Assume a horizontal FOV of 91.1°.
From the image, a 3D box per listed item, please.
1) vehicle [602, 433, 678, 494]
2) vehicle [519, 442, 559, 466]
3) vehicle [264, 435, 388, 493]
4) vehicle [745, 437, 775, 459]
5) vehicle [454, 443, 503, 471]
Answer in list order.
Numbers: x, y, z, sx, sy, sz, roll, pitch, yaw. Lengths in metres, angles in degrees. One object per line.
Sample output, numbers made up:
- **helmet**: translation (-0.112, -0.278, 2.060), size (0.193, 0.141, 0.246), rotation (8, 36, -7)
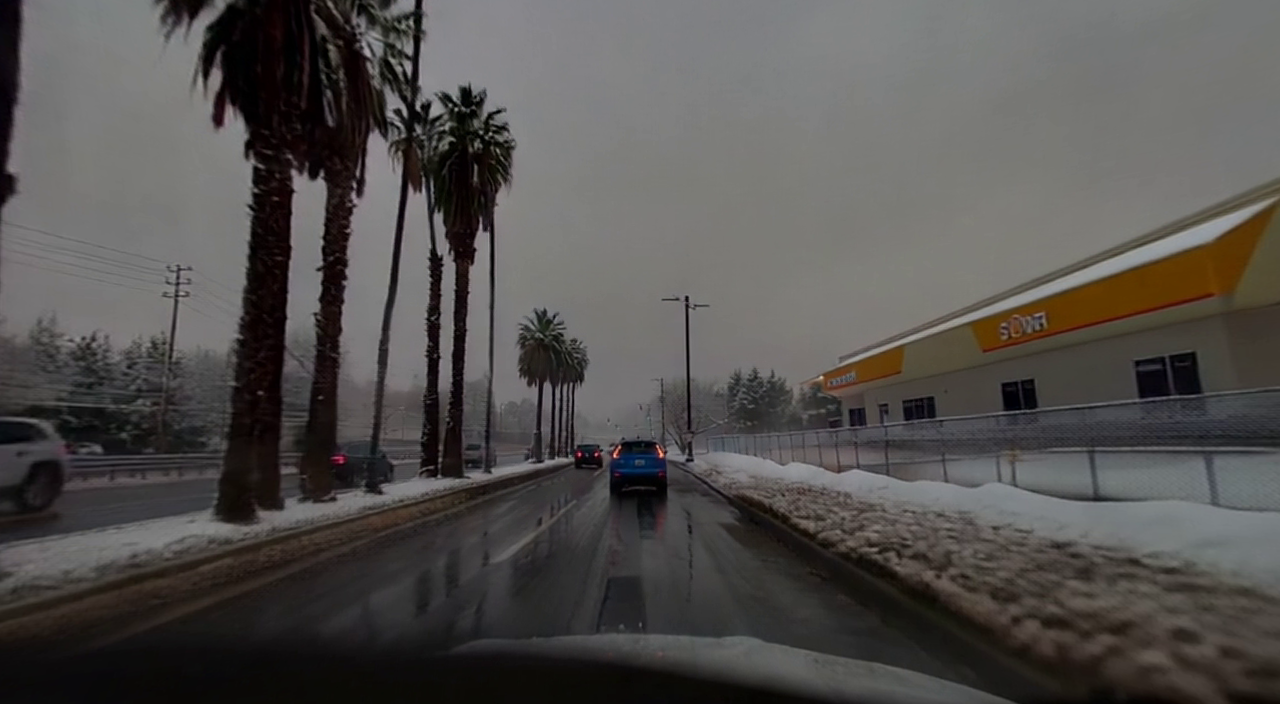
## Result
- **vehicle**: translation (0.037, 3.447, 19.726), size (2.121, 1.710, 3.893), rotation (0, -9, 1)
- **vehicle**: translation (-7.186, 7.288, 45.094), size (2.099, 1.608, 4.420), rotation (0, -9, 1)
- **vehicle**: translation (-10.585, 3.797, 21.596), size (1.965, 1.743, 4.327), rotation (0, -9, 1)
- **vehicle**: translation (8.261, 6.544, 42.971), size (1.837, 1.416, 3.947), rotation (-2, -9, 12)
- **vehicle**: translation (-10.813, 7.047, 42.420), size (1.998, 1.731, 4.952), rotation (0, -9, 0)
